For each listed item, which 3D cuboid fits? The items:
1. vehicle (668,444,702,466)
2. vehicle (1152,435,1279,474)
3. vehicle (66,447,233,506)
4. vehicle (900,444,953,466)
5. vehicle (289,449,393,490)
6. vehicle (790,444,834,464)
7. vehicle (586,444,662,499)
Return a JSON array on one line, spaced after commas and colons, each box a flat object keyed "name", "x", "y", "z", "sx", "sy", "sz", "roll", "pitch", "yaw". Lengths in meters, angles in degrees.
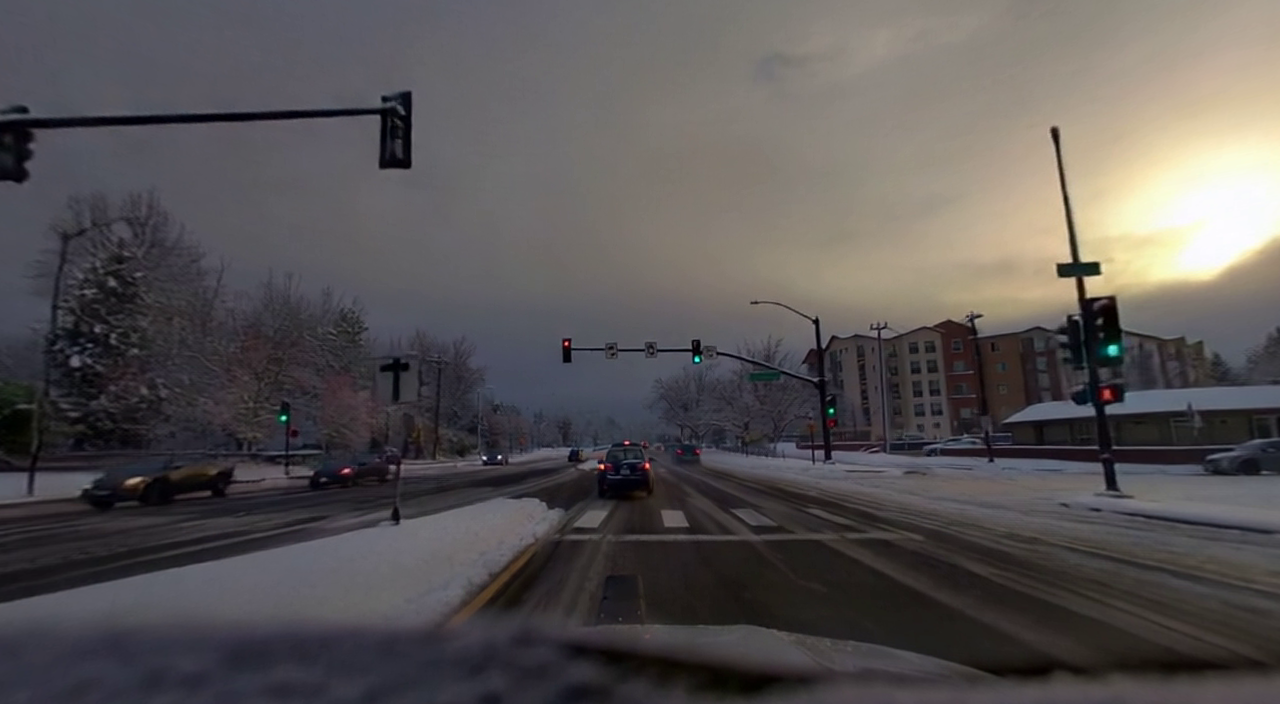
[{"name": "vehicle", "x": 3.211, "y": 7.432, "z": 45.664, "sx": 2.023, "sy": 1.506, "sz": 3.816, "roll": 0, "pitch": -9, "yaw": -2}, {"name": "vehicle", "x": 25.943, "y": 4.525, "z": 27.802, "sx": 4.665, "sy": 1.612, "sz": 1.937, "roll": -1, "pitch": -9, "yaw": 8}, {"name": "vehicle", "x": -15.743, "y": 3.967, "z": 20.594, "sx": 1.922, "sy": 1.717, "sz": 4.366, "roll": 0, "pitch": -9, "yaw": 0}, {"name": "vehicle", "x": 19.852, "y": 7.090, "z": 43.490, "sx": 1.932, "sy": 1.430, "sz": 4.203, "roll": -8, "pitch": -12, "yaw": 43}, {"name": "vehicle", "x": -12.050, "y": 4.734, "z": 25.767, "sx": 1.963, "sy": 1.504, "sz": 4.640, "roll": 0, "pitch": -9, "yaw": 0}, {"name": "vehicle", "x": 12.756, "y": 7.552, "z": 46.840, "sx": 1.849, "sy": 1.429, "sz": 4.335, "roll": 0, "pitch": -9, "yaw": -3}, {"name": "vehicle", "x": -0.450, "y": 3.512, "z": 18.870, "sx": 2.010, "sy": 1.447, "sz": 4.121, "roll": 0, "pitch": -9, "yaw": -1}]
